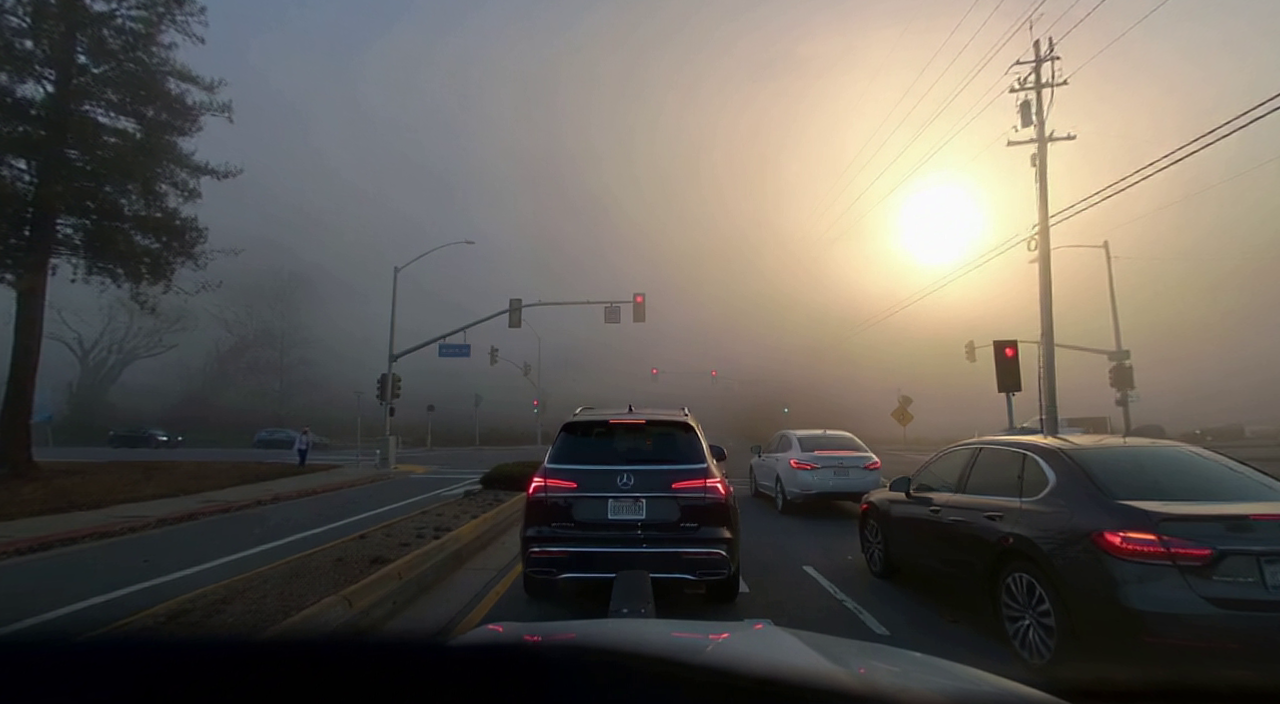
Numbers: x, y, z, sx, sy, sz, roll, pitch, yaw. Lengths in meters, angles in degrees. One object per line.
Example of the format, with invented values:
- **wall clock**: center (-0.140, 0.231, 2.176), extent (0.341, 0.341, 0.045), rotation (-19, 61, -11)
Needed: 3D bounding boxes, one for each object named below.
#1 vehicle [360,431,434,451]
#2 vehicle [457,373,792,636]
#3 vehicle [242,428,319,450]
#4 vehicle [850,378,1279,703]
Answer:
- **vehicle**: center (-17.790, 6.551, 46.348), extent (4.607, 1.478, 1.995), rotation (0, -8, 0)
- **vehicle**: center (-0.149, 1.359, 6.608), extent (2.271, 1.786, 4.443), rotation (0, -8, -1)
- **vehicle**: center (-26.877, 6.520, 47.187), extent (4.587, 1.639, 1.878), rotation (0, -8, 0)
- **vehicle**: center (3.548, 1.296, 5.555), extent (1.948, 1.677, 4.437), rotation (0, -8, 1)
